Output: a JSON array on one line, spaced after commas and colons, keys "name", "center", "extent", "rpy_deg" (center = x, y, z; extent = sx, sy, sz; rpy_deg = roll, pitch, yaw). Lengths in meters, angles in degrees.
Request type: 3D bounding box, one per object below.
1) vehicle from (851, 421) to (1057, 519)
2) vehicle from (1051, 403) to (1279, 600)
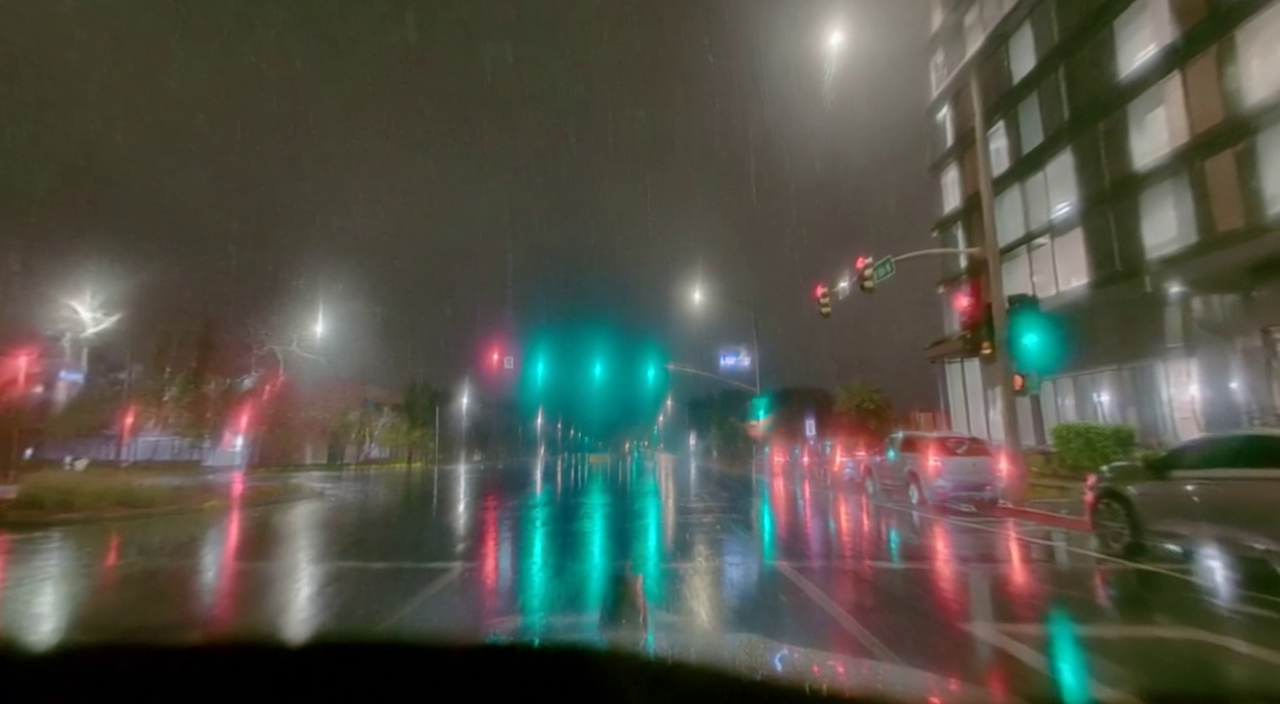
[{"name": "vehicle", "center": [6.522, 2.505, 13.825], "extent": [1.984, 1.751, 4.759], "rpy_deg": [0, -9, -1]}, {"name": "vehicle", "center": [6.476, 1.370, 5.953], "extent": [1.973, 1.674, 4.635], "rpy_deg": [0, -9, 0]}]
